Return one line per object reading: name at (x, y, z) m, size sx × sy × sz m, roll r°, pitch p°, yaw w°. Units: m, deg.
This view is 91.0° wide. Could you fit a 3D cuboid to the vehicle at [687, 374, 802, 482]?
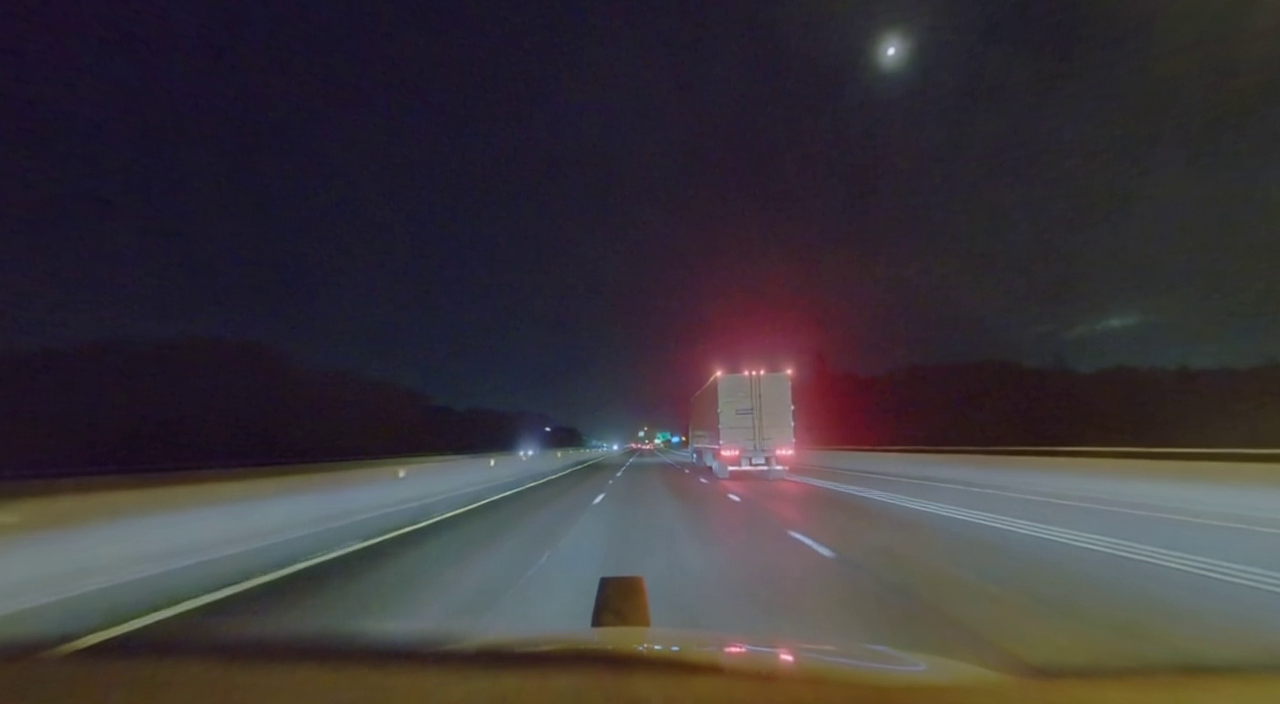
vehicle at (4.618, 4.046, 32.148) m, size 3.187 × 4.197 × 15.004 m, roll 0°, pitch -8°, yaw -1°
